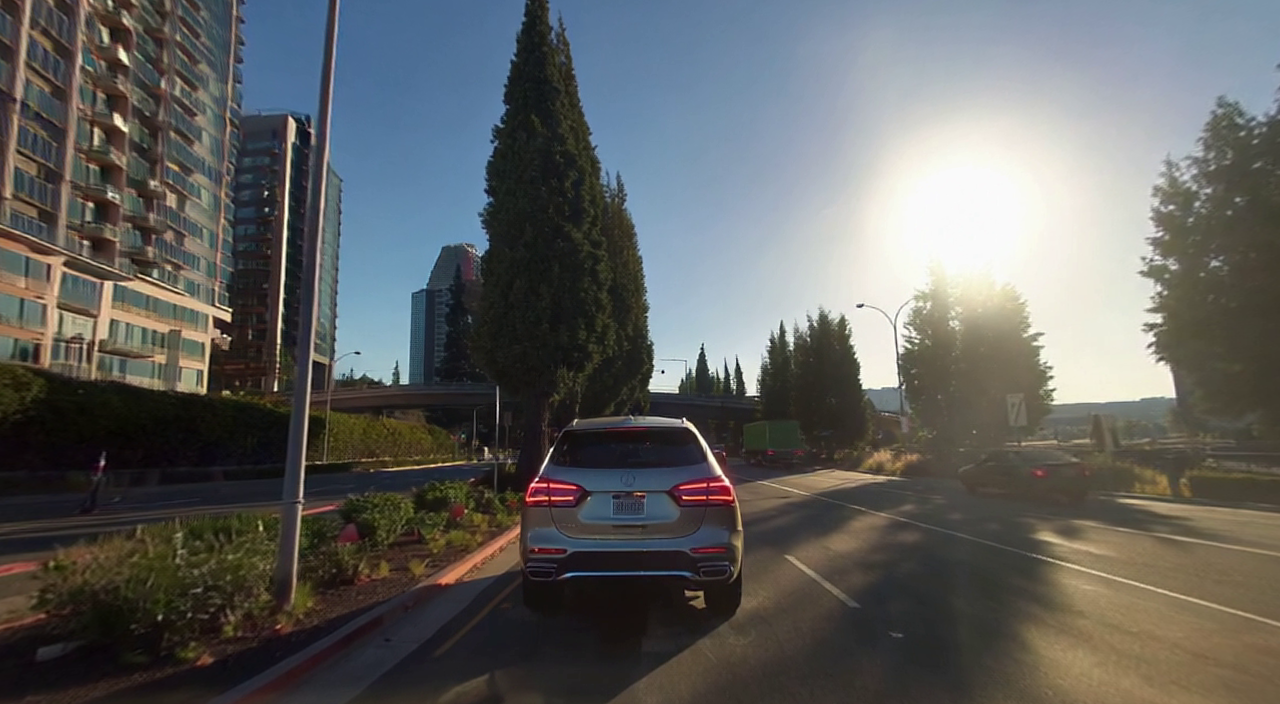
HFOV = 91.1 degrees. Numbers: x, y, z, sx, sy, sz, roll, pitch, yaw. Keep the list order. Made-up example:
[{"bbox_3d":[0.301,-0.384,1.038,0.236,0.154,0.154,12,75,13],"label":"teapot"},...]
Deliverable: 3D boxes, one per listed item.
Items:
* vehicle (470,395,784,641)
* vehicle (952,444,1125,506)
[{"bbox_3d":[-0.129,1.455,6.476,2.172,1.694,4.055,0,-8,-1],"label":"vehicle"},{"bbox_3d":[11.125,3.420,18.019,1.998,1.527,4.489,0,-9,0],"label":"vehicle"}]
